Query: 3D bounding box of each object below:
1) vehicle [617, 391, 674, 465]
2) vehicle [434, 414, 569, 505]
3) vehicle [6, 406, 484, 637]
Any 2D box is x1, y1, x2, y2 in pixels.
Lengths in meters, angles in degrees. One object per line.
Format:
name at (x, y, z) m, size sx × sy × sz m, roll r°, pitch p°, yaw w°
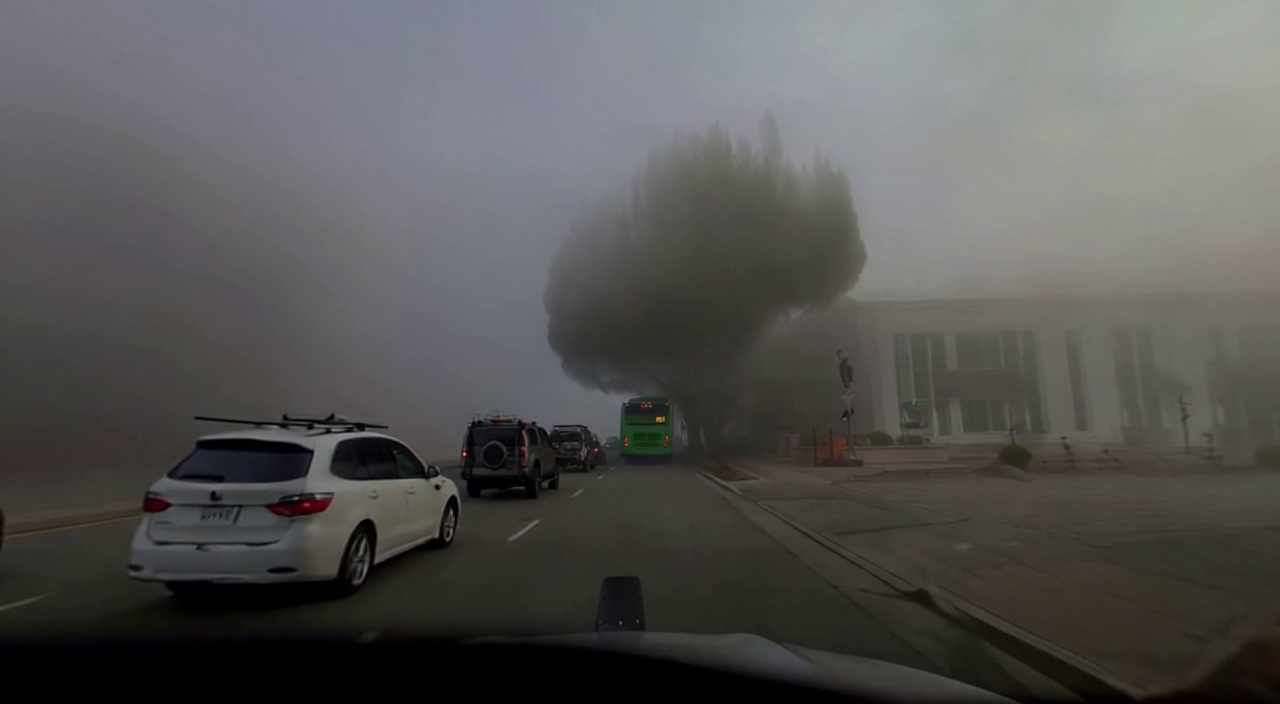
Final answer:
vehicle at (0.386, 4.912, 39.268) m, size 2.970 × 3.857 × 12.200 m, roll 0°, pitch -9°, yaw 1°
vehicle at (-3.192, 2.629, 15.783) m, size 2.095 × 1.892 × 5.043 m, roll 0°, pitch -9°, yaw 1°
vehicle at (-3.292, 1.504, 6.652) m, size 2.042 × 1.571 × 4.475 m, roll 0°, pitch -9°, yaw 1°
